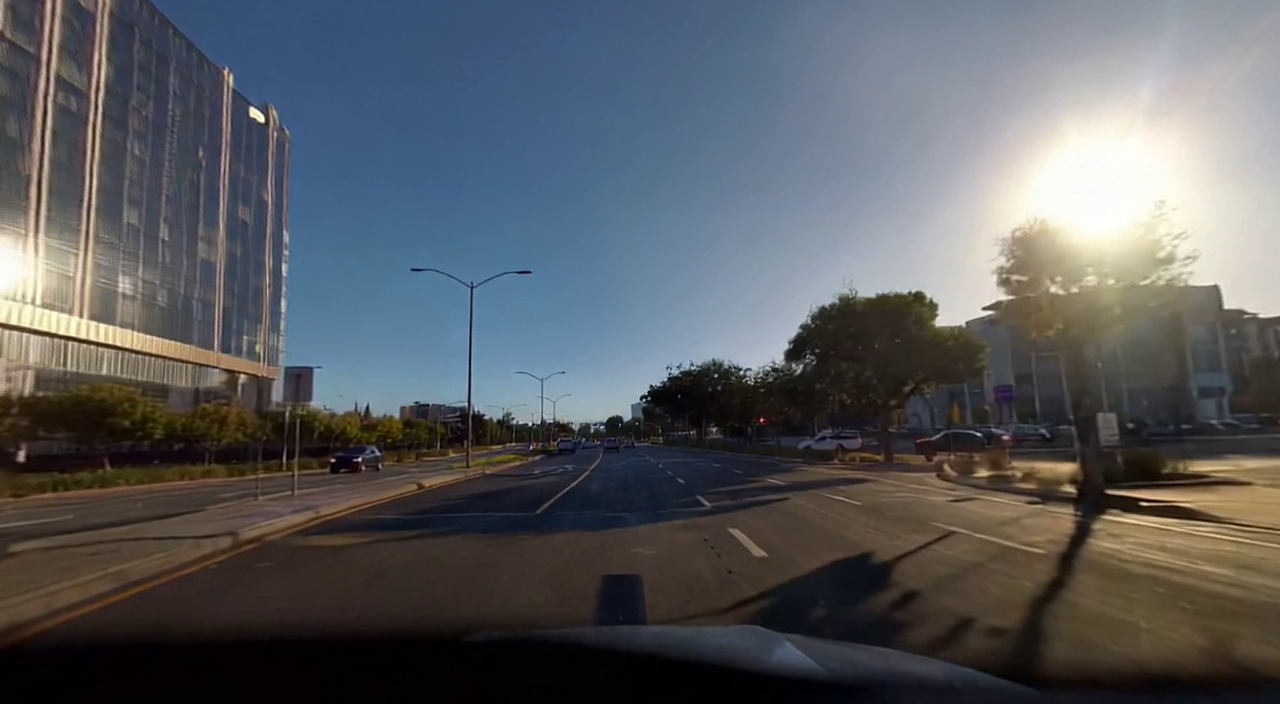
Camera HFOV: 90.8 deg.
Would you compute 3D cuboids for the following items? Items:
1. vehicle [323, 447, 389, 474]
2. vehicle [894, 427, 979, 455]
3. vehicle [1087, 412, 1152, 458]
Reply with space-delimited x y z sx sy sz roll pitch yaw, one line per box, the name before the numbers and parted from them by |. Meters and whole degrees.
vehicle | -17.801 6.829 39.908 2.039 1.466 4.783 -2 -8 -1
vehicle | 21.593 6.508 46.148 4.958 1.960 2.402 -1 -8 3
vehicle | 25.318 4.404 33.437 1.246 2.287 2.709 -1 -9 2
